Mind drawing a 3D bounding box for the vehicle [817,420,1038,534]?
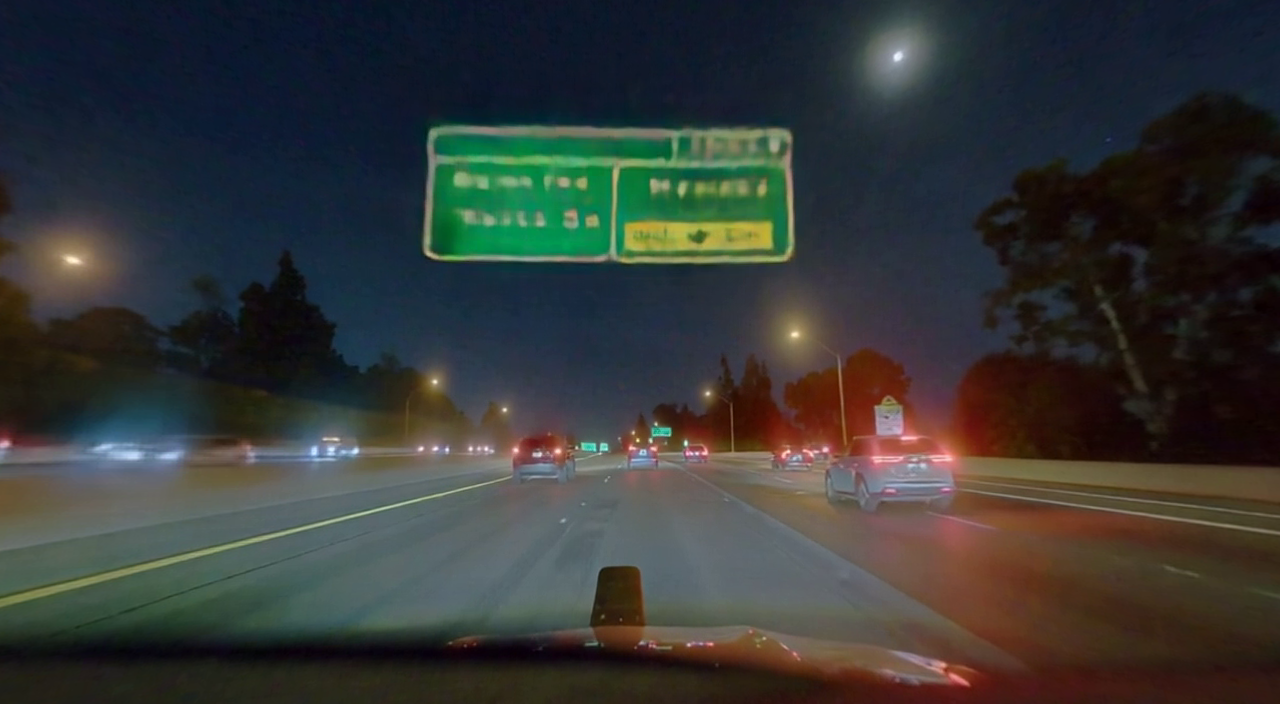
[{"bbox_3d":[4.975,2.233,11.850,2.041,1.669,4.712,0,-9,2],"label":"vehicle"}]

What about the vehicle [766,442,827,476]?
[{"bbox_3d":[7.766,5.334,31.621,1.989,1.569,3.964,1,-9,-1],"label":"vehicle"}]

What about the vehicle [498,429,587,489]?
[{"bbox_3d":[-3.169,3.621,21.561,2.199,1.777,4.790,0,-9,1],"label":"vehicle"}]

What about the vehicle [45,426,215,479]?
[{"bbox_3d":[-18.285,3.649,22.985,2.019,1.714,4.907,0,-9,1],"label":"vehicle"}]

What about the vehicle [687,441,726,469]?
[{"bbox_3d":[4.237,6.676,41.050,2.022,1.682,4.226,0,-9,-1],"label":"vehicle"}]

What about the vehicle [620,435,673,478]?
[{"bbox_3d":[0.271,4.576,27.728,2.181,1.728,3.970,0,-9,0],"label":"vehicle"}]
